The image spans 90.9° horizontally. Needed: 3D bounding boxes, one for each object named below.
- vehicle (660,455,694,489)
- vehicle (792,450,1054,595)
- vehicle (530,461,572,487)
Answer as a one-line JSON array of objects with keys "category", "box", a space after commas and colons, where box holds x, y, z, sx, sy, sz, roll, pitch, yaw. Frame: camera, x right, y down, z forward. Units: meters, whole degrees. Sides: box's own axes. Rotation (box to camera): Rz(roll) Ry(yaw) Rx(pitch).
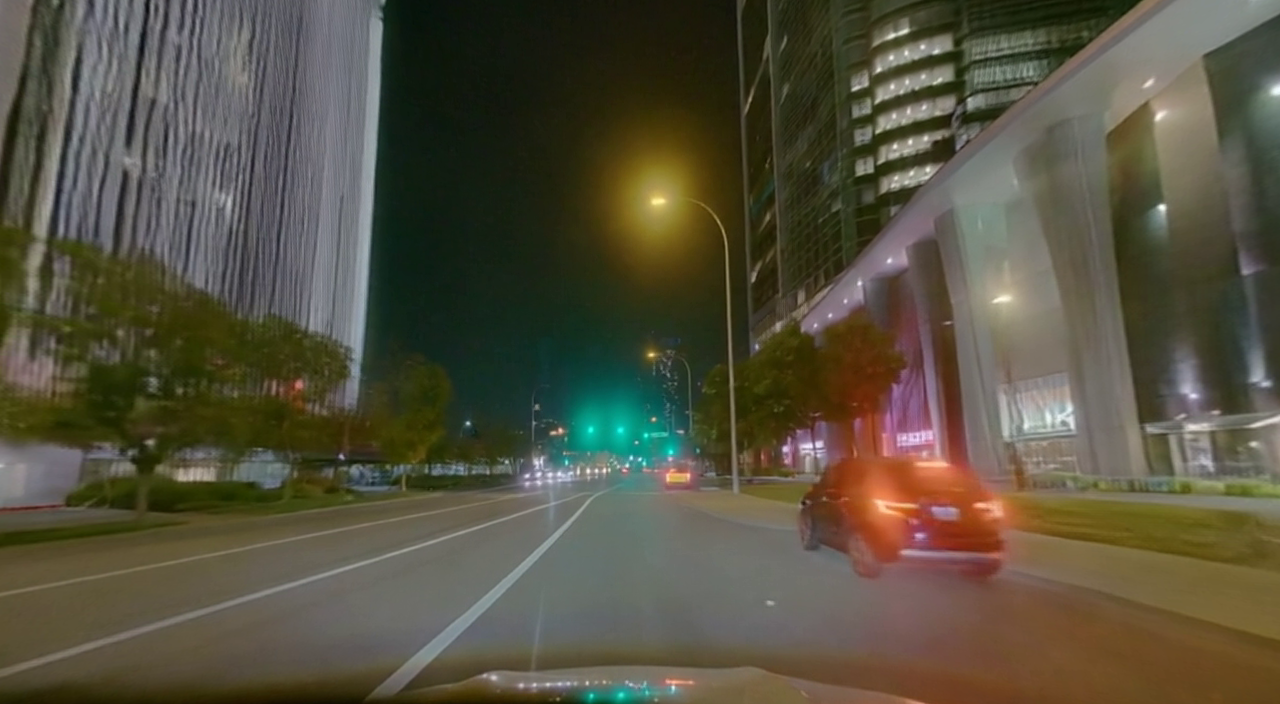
[{"category": "vehicle", "box": [2.382, 7.816, 41.196, 2.064, 2.010, 4.791, 0, -10, 2]}, {"category": "vehicle", "box": [3.417, 2.132, 8.518, 1.899, 1.470, 3.666, 0, -10, 2]}, {"category": "vehicle", "box": [-6.623, 9.151, 47.437, 2.043, 1.778, 4.602, -2, -10, 5]}]
